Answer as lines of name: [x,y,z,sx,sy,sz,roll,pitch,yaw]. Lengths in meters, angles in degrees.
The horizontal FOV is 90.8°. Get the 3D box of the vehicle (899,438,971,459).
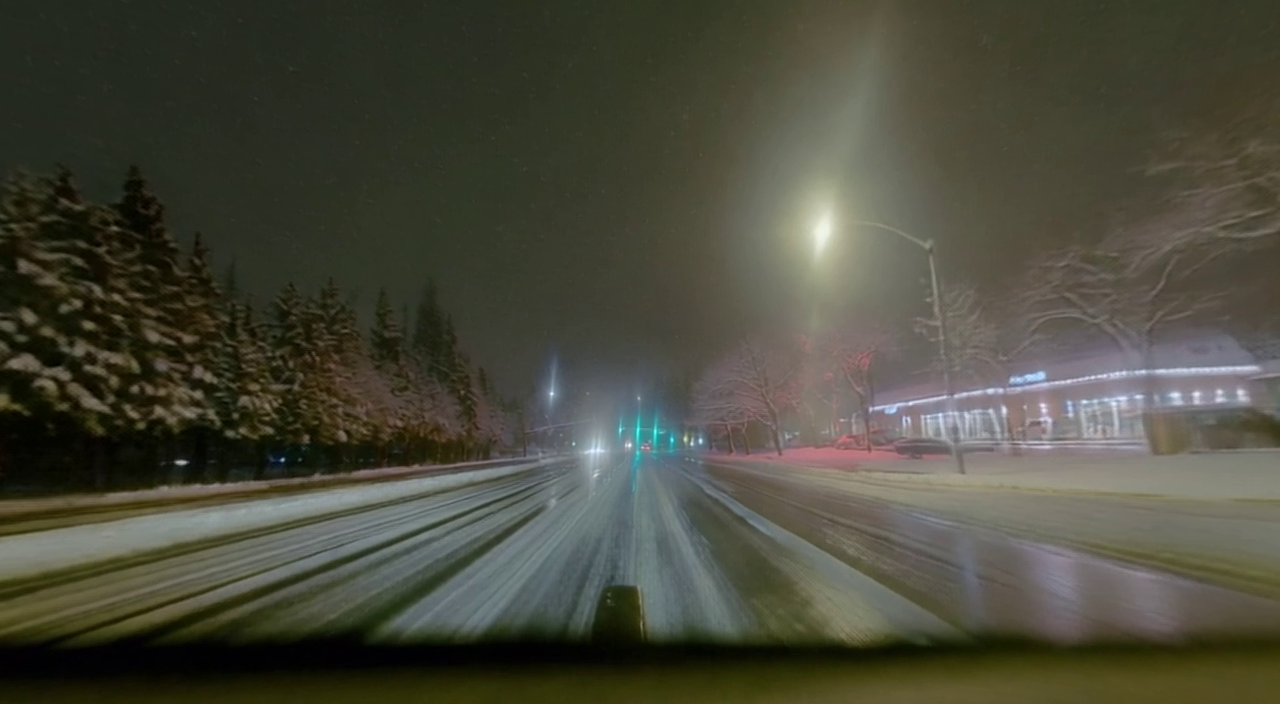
vehicle: [22.311,7.277,47.834,4.373,1.532,2.071,0,-8,-1]
